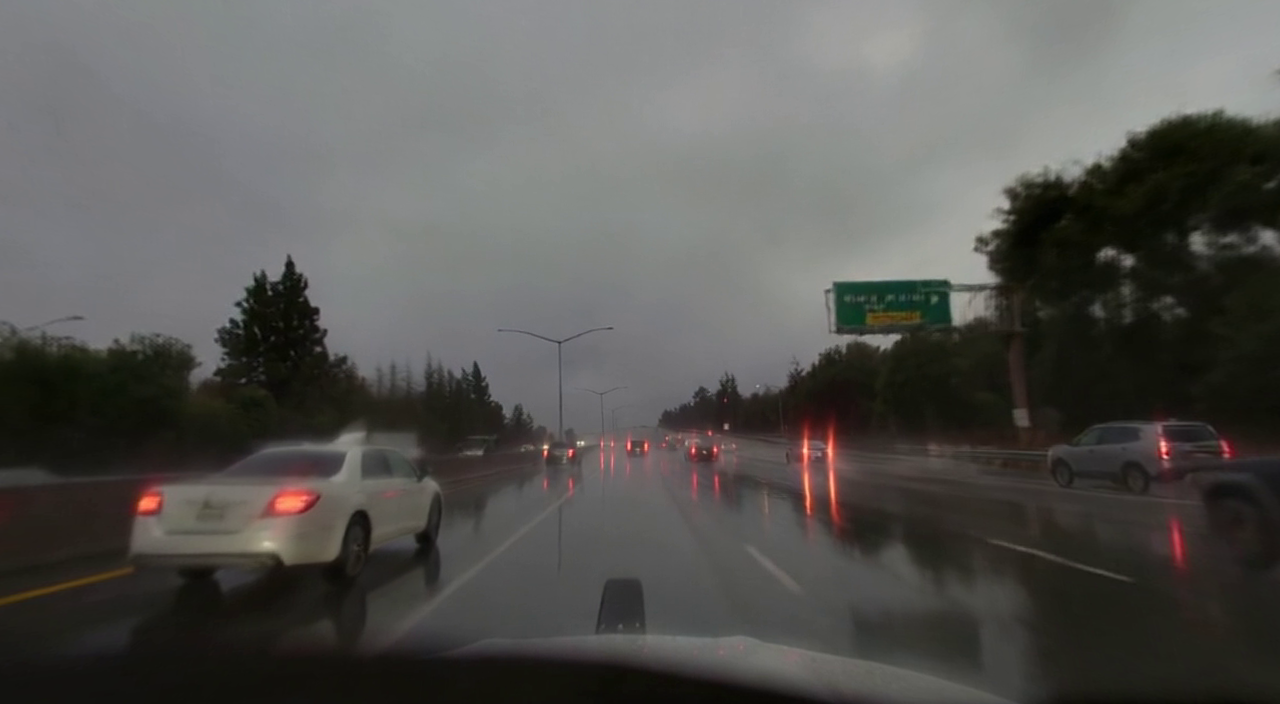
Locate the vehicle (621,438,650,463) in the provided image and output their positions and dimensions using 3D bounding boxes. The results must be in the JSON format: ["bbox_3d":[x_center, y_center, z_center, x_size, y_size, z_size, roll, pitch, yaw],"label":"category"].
[{"bbox_3d":[-0.380,7.667,49.311,2.192,1.813,4.864,0,-8,-1],"label":"vehicle"}]

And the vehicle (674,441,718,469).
[{"bbox_3d":[3.153,5.944,36.624,2.007,1.469,4.337,0,-8,-2],"label":"vehicle"}]

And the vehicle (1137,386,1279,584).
[{"bbox_3d":[6.488,0.974,4.412,2.105,1.655,4.652,0,-8,-2],"label":"vehicle"}]

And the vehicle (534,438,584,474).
[{"bbox_3d":[-4.028,5.261,32.141,1.992,1.651,4.185,0,-8,0],"label":"vehicle"}]

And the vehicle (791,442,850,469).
[{"bbox_3d":[9.633,5.561,34.083,1.910,1.384,3.867,0,-8,-2],"label":"vehicle"}]

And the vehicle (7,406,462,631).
[{"bbox_3d":[-3.643,1.567,6.954,2.119,1.654,4.353,0,-8,0],"label":"vehicle"}]
